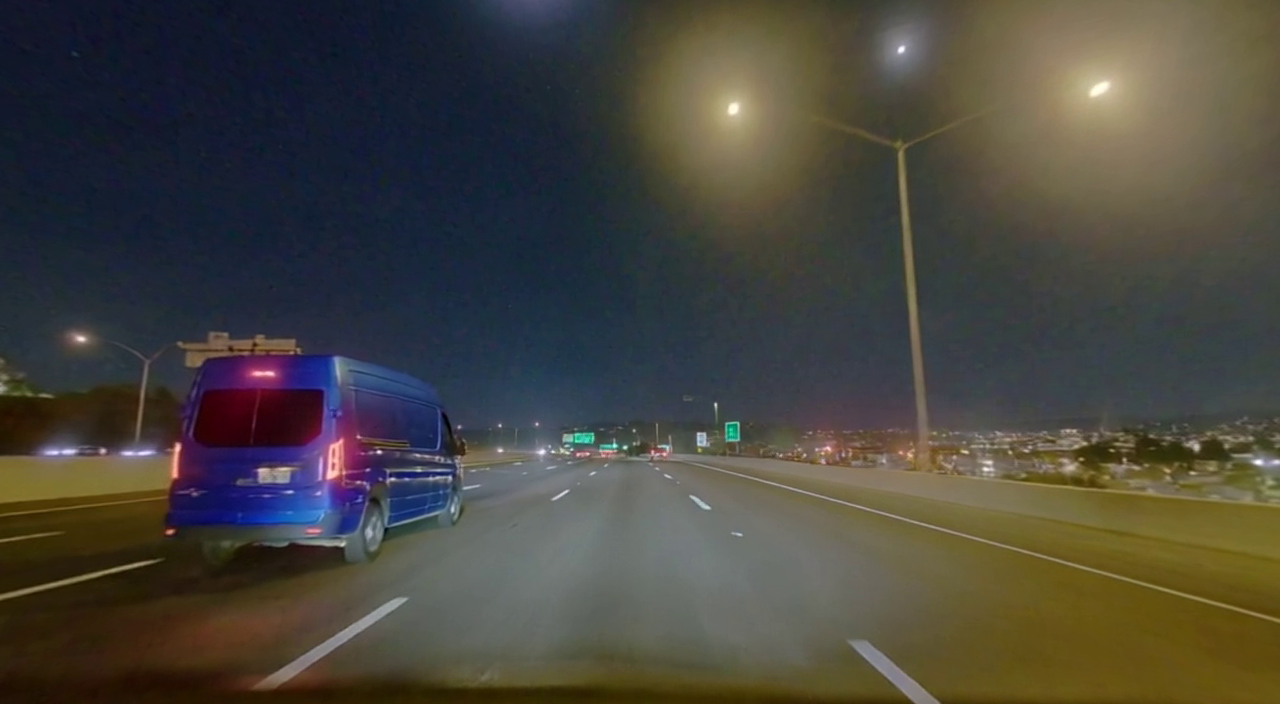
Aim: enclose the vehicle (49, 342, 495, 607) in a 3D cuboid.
[{"bbox_3d":[-3.754,1.430,8.106,2.372,2.248,5.393,0,-9,1],"label":"vehicle"}]
